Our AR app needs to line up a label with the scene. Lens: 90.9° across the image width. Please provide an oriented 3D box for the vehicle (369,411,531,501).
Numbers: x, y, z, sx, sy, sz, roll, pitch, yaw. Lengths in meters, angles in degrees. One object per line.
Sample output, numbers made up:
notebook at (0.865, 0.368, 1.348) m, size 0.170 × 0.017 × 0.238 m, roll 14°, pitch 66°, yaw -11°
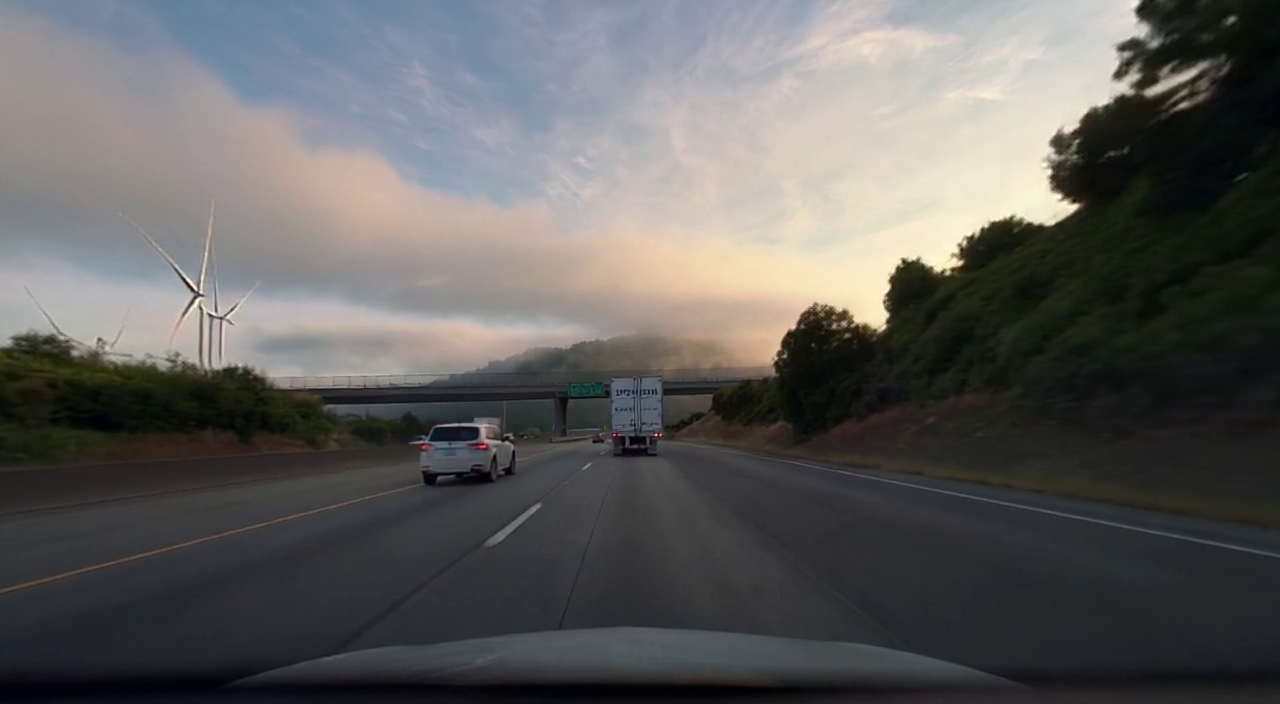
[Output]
vehicle at (-4.018, 2.274, 14.401) m, size 2.167 × 1.686 × 4.946 m, roll 0°, pitch -7°, yaw 0°

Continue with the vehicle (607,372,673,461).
vehicle at (-0.126, 3.665, 34.363) m, size 2.906 × 3.990 × 12.551 m, roll 0°, pitch -7°, yaw -1°
